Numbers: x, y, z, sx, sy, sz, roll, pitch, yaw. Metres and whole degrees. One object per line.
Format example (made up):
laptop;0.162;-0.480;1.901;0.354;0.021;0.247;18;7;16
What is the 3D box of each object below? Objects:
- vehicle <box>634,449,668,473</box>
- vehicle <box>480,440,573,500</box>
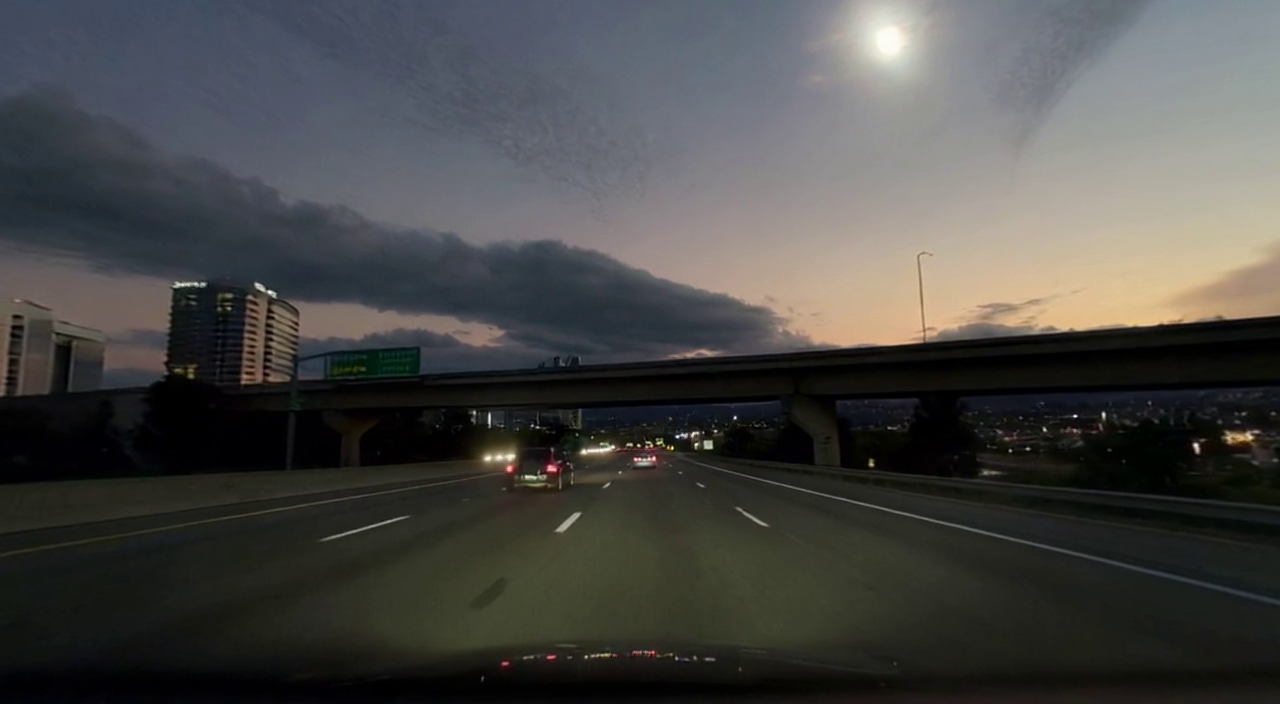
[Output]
vehicle;0.695;7.180;41.713;2.113;1.537;4.208;0;-9;1
vehicle;-3.465;3.694;20.112;2.055;1.665;4.373;0;-9;1
